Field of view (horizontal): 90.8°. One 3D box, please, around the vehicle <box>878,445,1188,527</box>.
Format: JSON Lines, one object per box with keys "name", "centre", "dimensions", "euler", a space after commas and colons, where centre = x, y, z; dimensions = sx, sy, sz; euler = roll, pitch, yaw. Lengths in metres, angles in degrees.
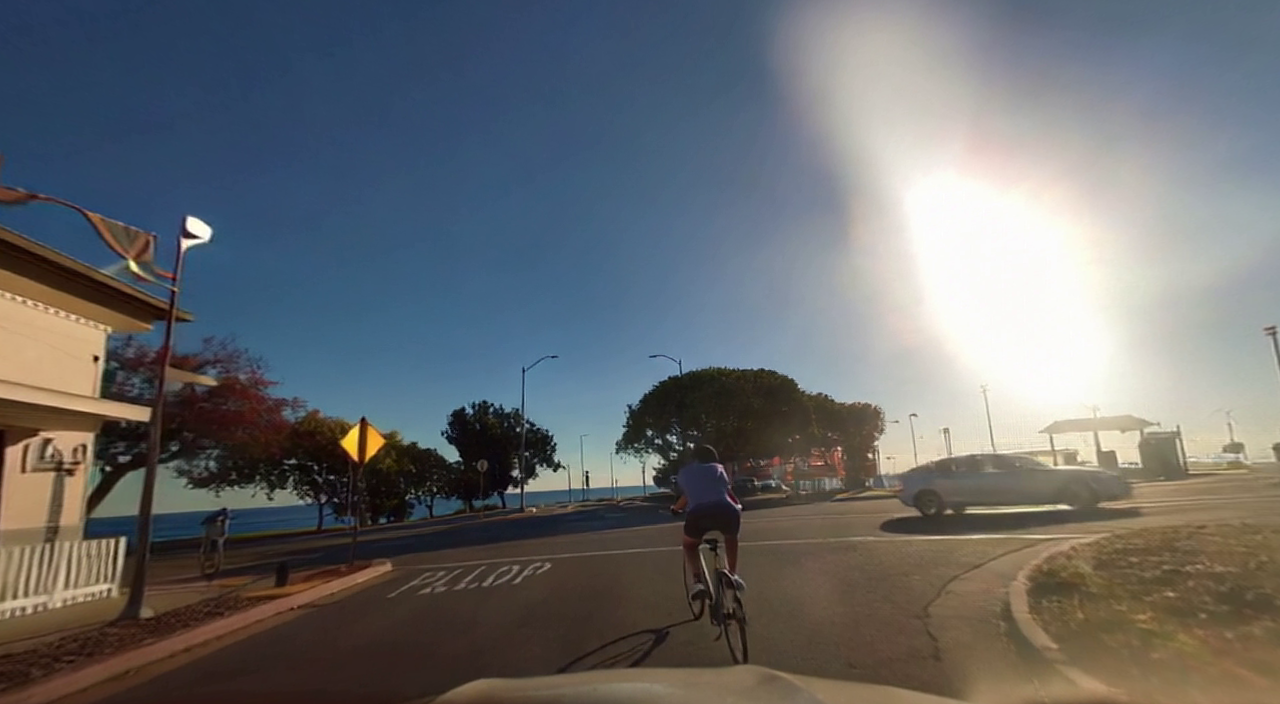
{"name": "vehicle", "centre": [8.271, 2.803, 13.886], "dimensions": [5.323, 1.479, 2.112], "euler": [-5, -10, 31]}
